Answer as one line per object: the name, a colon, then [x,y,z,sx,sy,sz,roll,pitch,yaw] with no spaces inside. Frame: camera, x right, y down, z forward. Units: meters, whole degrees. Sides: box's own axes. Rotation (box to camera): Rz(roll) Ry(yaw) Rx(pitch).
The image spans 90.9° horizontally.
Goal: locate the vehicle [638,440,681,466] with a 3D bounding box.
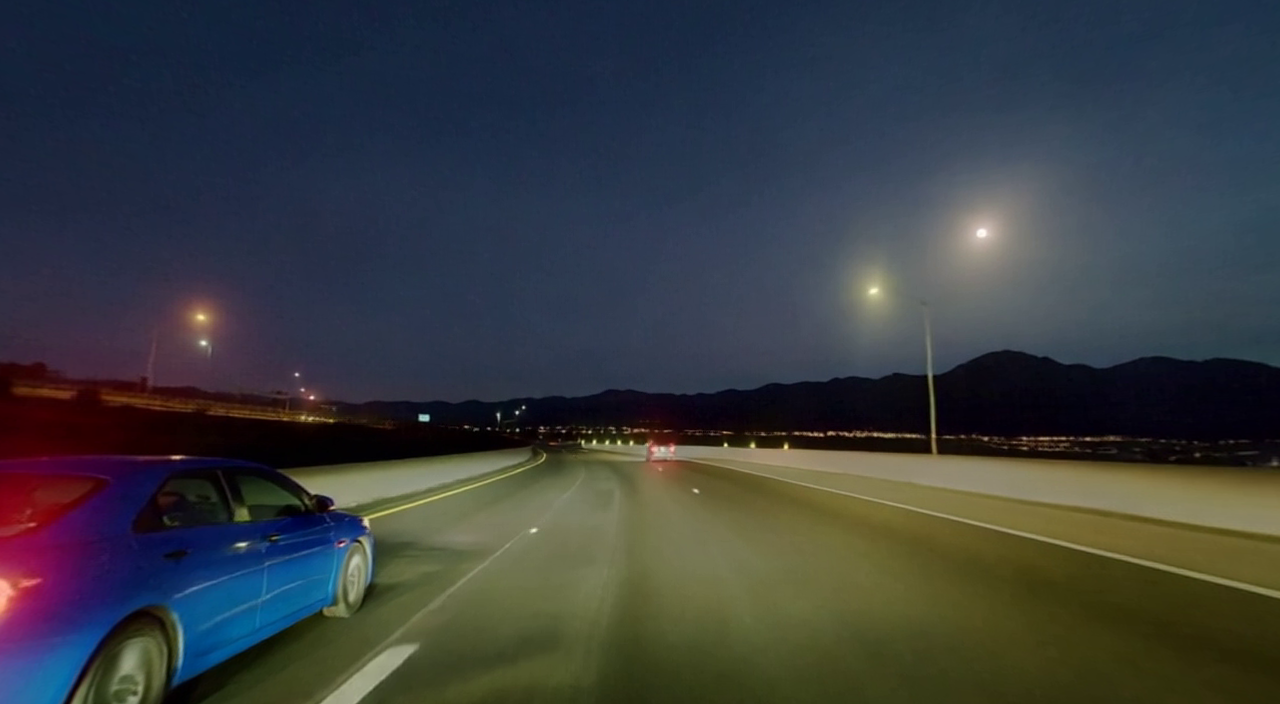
vehicle: [1.136,6.182,38.741,1.985,1.440,4.466,1,-9,-7]
